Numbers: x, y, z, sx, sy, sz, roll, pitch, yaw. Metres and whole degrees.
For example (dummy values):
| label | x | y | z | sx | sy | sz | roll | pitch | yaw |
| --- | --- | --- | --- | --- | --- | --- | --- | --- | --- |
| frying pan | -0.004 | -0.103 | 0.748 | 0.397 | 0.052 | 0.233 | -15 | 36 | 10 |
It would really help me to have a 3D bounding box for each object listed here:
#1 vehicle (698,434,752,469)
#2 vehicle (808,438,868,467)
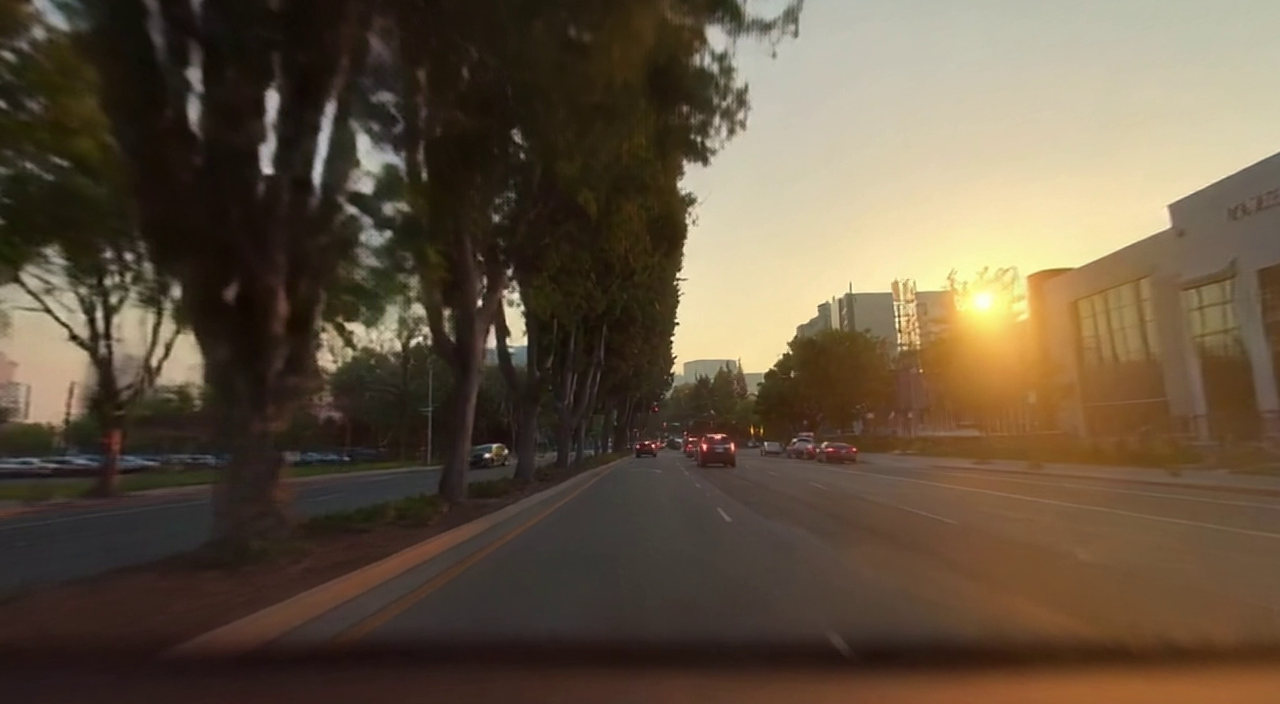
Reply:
| label | x | y | z | sx | sy | sz | roll | pitch | yaw |
| --- | --- | --- | --- | --- | --- | --- | --- | --- | --- |
| vehicle | 4.397 | 5.248 | 33.295 | 2.216 | 1.675 | 4.627 | 0 | -9 | 0 |
| vehicle | 10.875 | 5.554 | 34.922 | 1.840 | 1.467 | 4.731 | 0 | -9 | 1 |
